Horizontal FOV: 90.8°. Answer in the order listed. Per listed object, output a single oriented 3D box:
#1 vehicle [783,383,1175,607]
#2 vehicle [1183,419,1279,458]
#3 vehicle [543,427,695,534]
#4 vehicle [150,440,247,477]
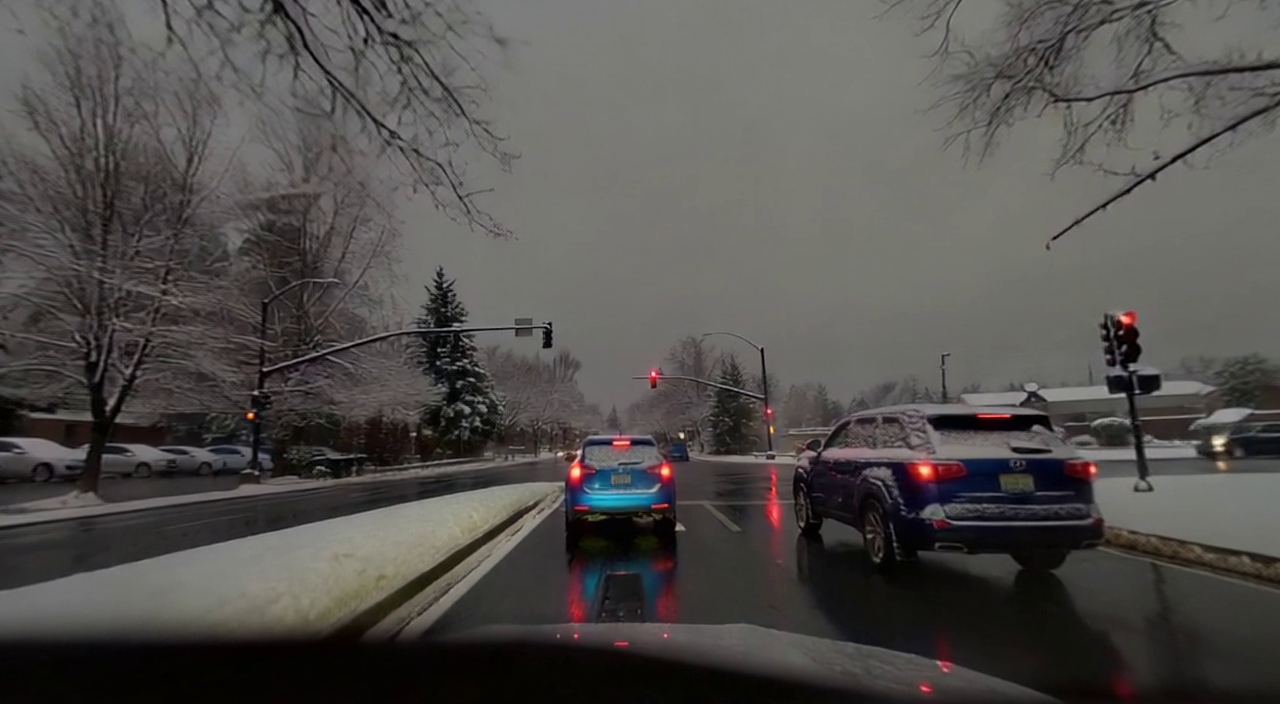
[{"bbox_3d":[3.192,1.459,7.271,2.046,1.768,4.370,0,-8,0],"label":"vehicle"},{"bbox_3d":[34.495,4.794,34.813,6.226,2.061,2.527,-2,-9,14],"label":"vehicle"},{"bbox_3d":[-0.328,2.202,11.484,2.177,1.512,4.682,0,-8,-1],"label":"vehicle"},{"bbox_3d":[-28.516,6.886,40.921,4.943,2.110,2.217,4,-10,-35],"label":"vehicle"}]
